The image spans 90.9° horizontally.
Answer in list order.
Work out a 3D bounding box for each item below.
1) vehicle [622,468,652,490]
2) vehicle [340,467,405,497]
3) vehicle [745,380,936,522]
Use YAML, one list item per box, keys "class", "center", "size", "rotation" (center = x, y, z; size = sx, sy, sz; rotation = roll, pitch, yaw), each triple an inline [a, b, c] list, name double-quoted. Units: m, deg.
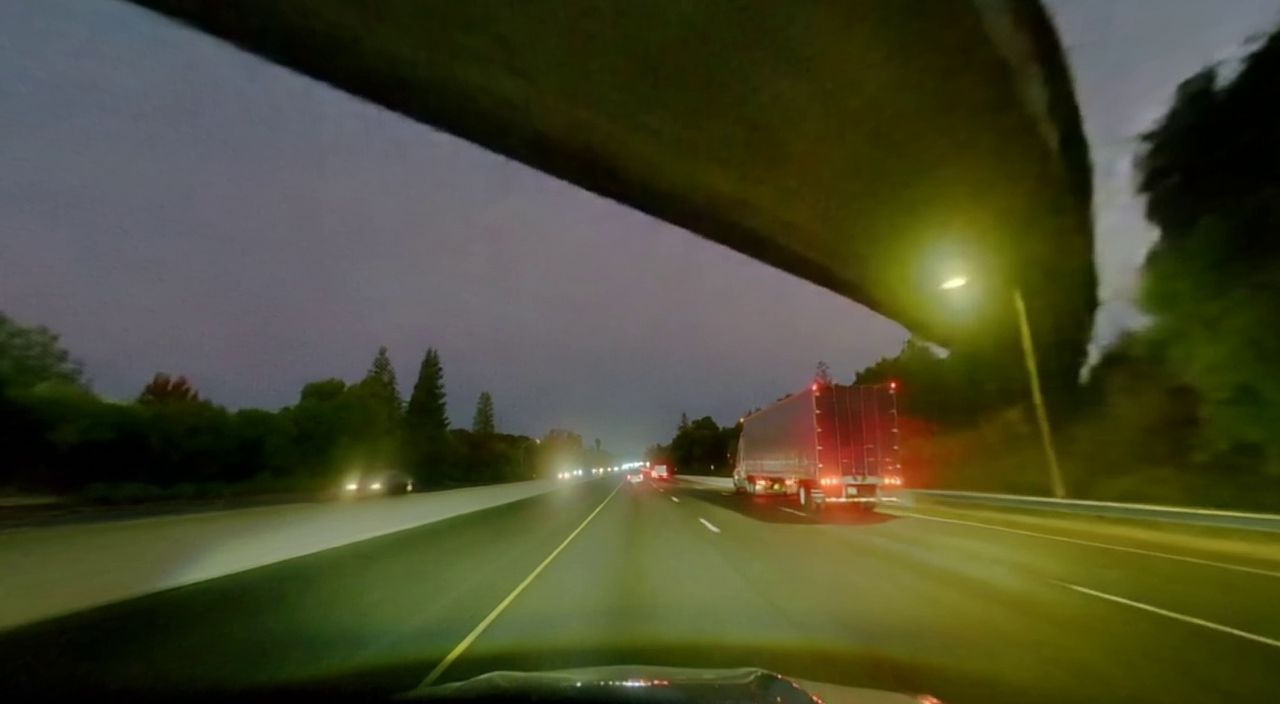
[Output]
- class: "vehicle"
  center: [-0.237, 9.074, 45.037]
  size: [2.029, 1.459, 3.684]
  rotation: [1, -11, -1]
- class: "vehicle"
  center: [-14.957, 7.286, 35.499]
  size: [1.809, 1.496, 4.306]
  rotation: [1, -11, -1]
- class: "vehicle"
  center: [6.950, 4.113, 25.215]
  size: [2.926, 4.073, 13.836]
  rotation: [1, -11, -1]
